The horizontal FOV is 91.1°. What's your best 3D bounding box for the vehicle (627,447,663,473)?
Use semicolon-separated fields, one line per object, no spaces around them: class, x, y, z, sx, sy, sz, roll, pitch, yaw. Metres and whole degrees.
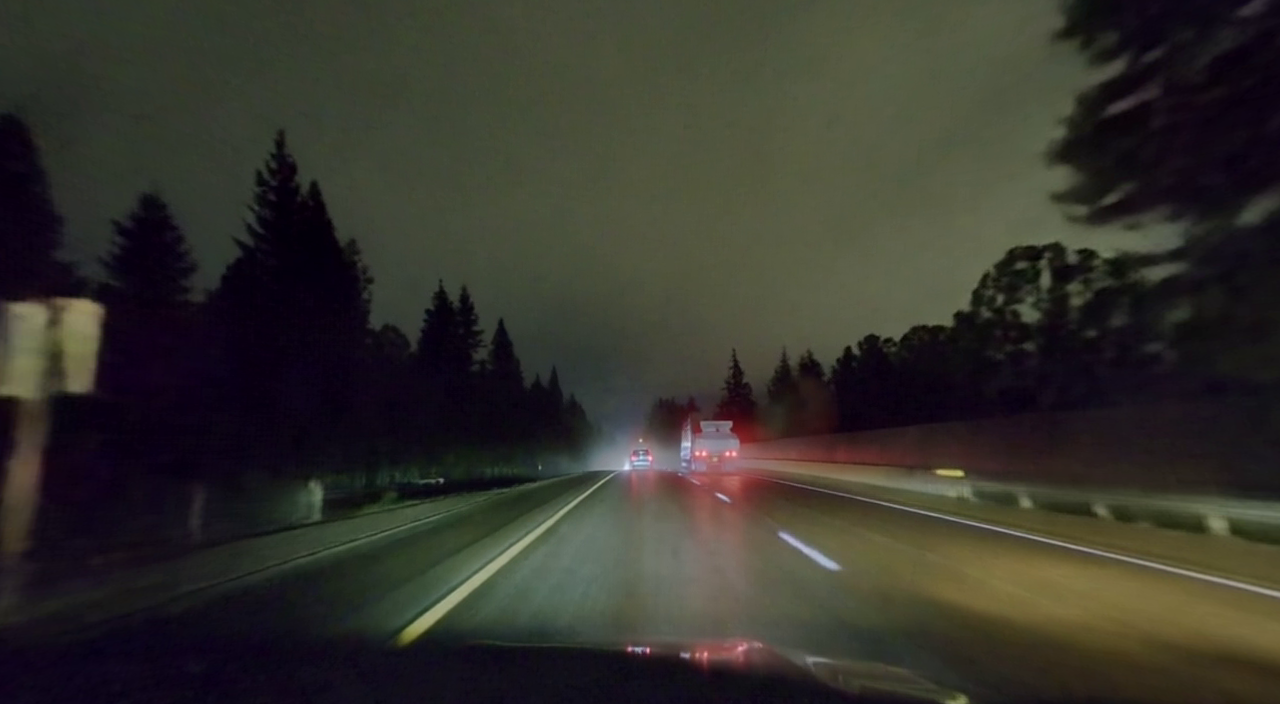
vehicle;0.327;6.930;40.486;2.170;1.544;4.373;0;-8;1

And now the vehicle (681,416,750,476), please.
vehicle;4.352;5.678;38.071;3.015;3.211;7.982;0;-8;-1
